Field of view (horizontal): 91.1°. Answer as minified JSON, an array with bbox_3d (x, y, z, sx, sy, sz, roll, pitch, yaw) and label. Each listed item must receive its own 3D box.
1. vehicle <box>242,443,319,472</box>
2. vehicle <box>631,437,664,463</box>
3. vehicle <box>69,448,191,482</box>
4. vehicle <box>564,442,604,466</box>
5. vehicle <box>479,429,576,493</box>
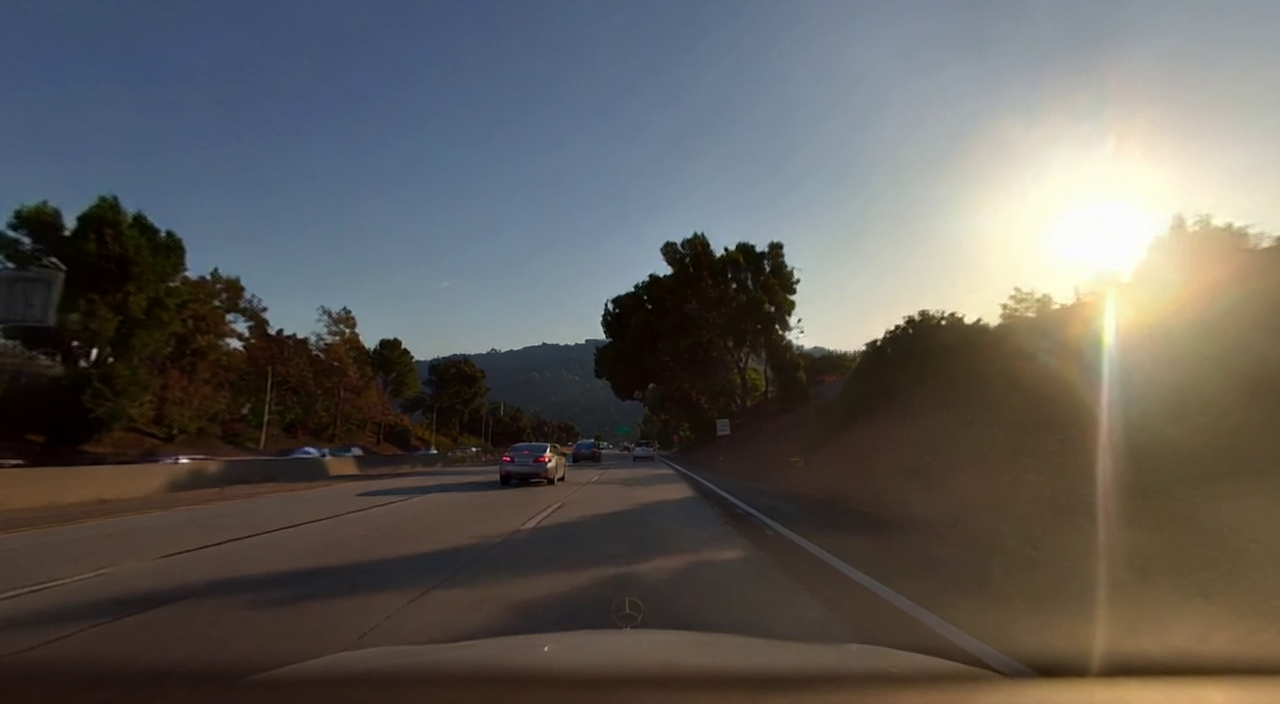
[{"bbox_3d":[-20.544,6.043,36.091,1.852,1.556,4.162,0,-8,1],"label":"vehicle"},{"bbox_3d":[0.527,7.223,46.242,2.285,1.797,4.478,0,-8,0],"label":"vehicle"},{"bbox_3d":[-24.781,5.490,30.771,1.938,1.479,4.731,0,-8,1],"label":"vehicle"},{"bbox_3d":[-3.526,6.504,40.151,2.055,1.431,3.921,0,-8,2],"label":"vehicle"},{"bbox_3d":[-3.221,3.227,18.920,2.056,1.679,4.204,0,-8,1],"label":"vehicle"}]
